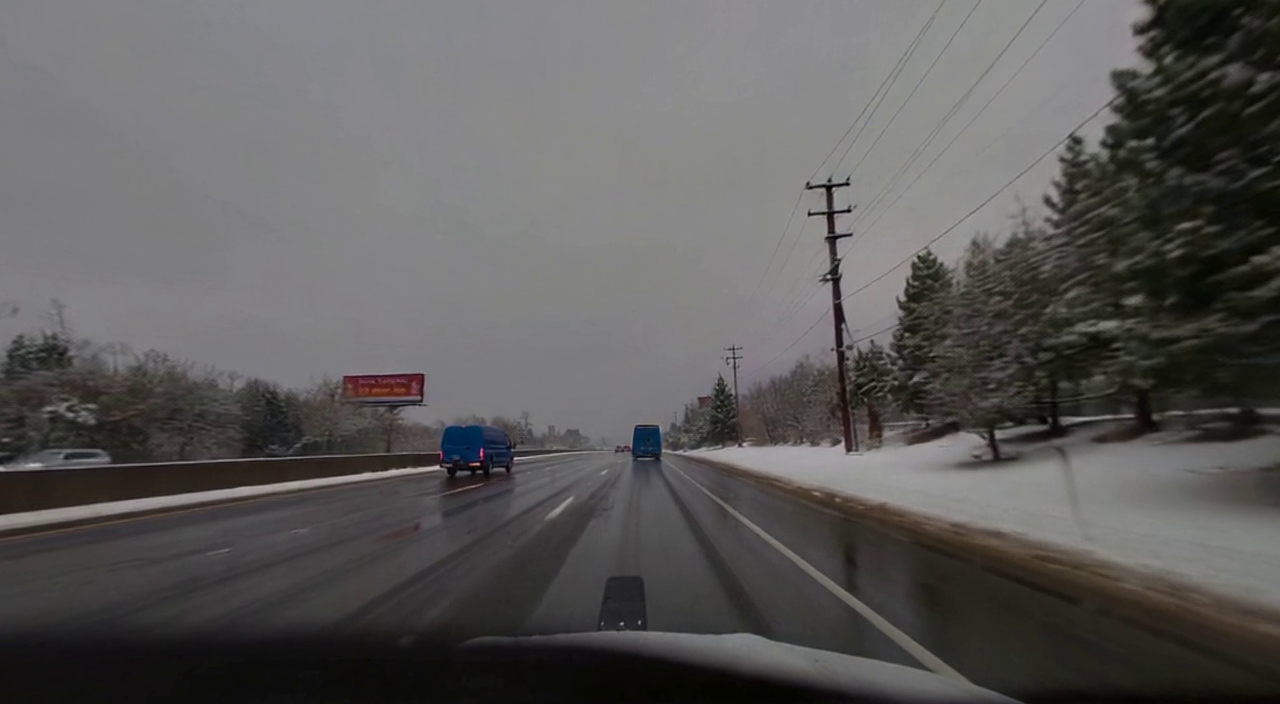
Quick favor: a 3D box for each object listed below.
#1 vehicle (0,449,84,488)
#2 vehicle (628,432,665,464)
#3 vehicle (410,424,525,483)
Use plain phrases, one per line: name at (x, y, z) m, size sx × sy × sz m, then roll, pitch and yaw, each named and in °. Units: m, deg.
vehicle at (-28.798, 5.305, 28.791) m, size 2.036 × 1.669 × 4.926 m, roll 0°, pitch -8°, yaw 0°
vehicle at (0.494, 7.341, 48.169) m, size 2.692 × 2.279 × 5.695 m, roll 0°, pitch -8°, yaw 1°
vehicle at (-6.824, 4.142, 26.001) m, size 2.695 × 2.084 × 6.836 m, roll -1°, pitch -8°, yaw 1°
